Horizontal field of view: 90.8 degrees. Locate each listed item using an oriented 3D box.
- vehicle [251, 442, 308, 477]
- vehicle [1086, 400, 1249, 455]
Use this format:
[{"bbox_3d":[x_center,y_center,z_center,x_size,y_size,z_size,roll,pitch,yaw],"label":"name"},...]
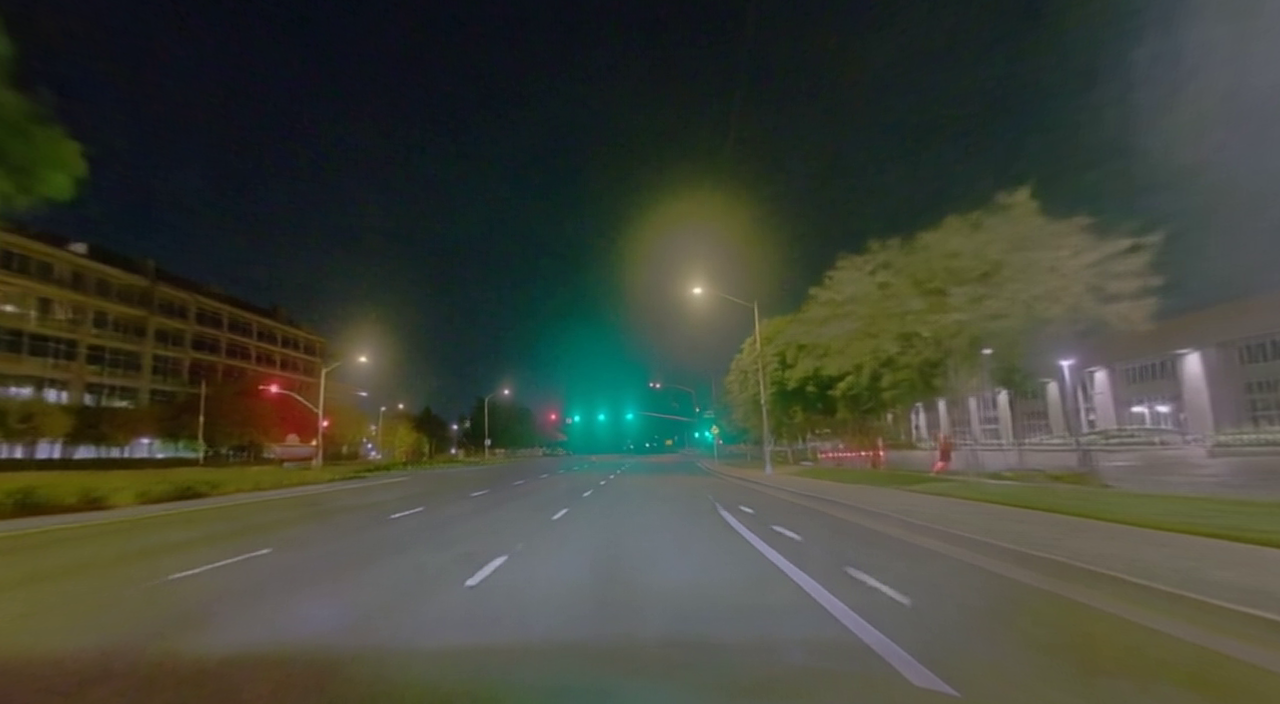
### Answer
[{"bbox_3d":[-27.375,8.131,48.098,2.249,2.488,3.048,-3,-8,8],"label":"vehicle"},{"bbox_3d":[38.006,5.328,45.382,12.668,3.508,3.144,1,-8,-22],"label":"vehicle"}]
